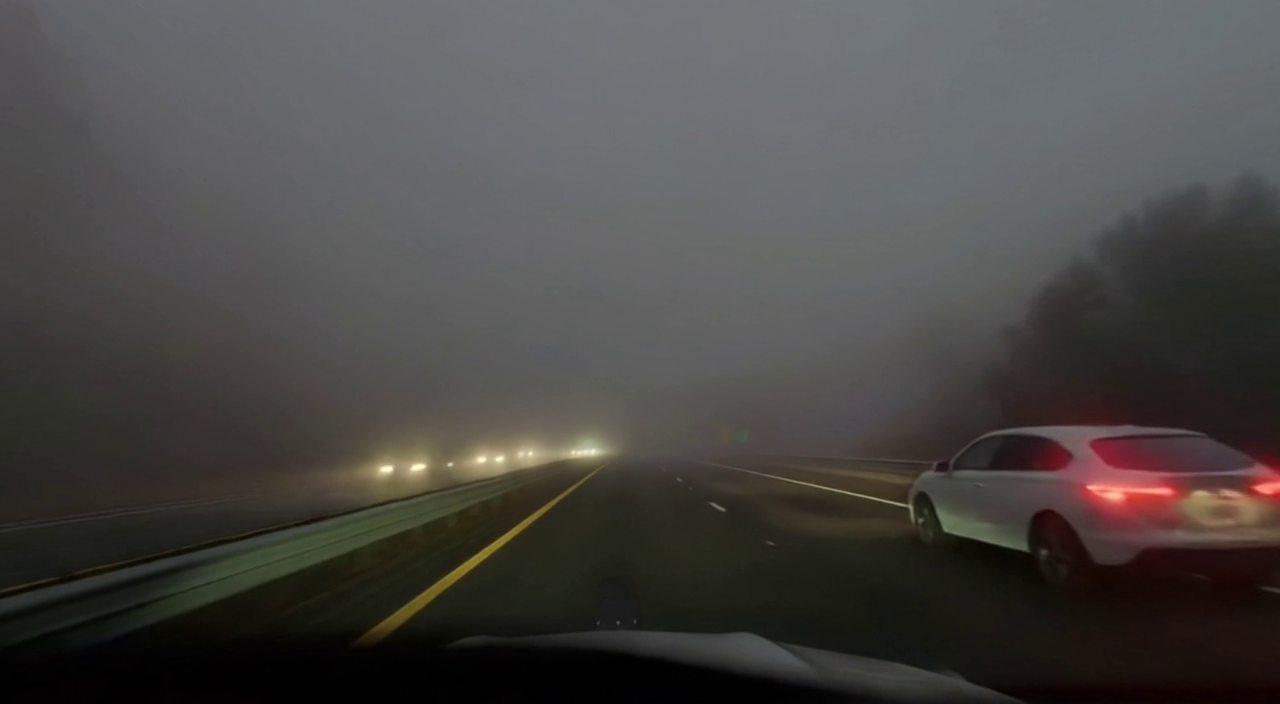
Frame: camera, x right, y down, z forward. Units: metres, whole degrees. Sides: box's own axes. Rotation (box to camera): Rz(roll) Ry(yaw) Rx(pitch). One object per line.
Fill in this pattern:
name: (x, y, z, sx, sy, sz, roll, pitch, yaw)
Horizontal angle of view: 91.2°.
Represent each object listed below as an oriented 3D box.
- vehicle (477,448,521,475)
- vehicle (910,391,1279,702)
vehicle: (-8.840, 6.885, 39.655, 1.932, 1.559, 4.173, 0, -9, -1)
vehicle: (4.120, 1.277, 5.238, 2.001, 1.555, 4.098, -1, -9, 2)
